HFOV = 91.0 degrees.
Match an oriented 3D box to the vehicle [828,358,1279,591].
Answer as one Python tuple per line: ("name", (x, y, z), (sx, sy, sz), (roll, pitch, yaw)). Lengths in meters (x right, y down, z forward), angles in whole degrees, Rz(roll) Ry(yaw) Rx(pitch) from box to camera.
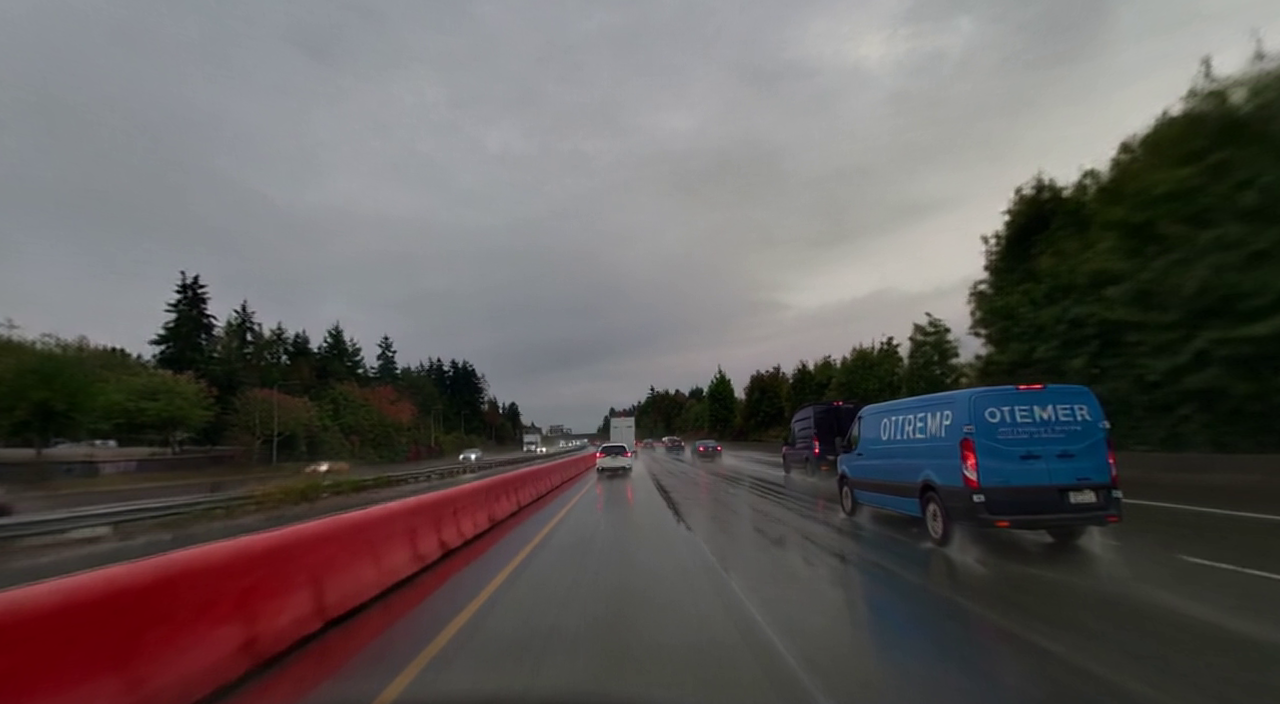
("vehicle", (4.427, 1.412, 8.102), (2.223, 2.008, 5.121), (0, -8, -2))

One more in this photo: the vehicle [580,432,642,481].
("vehicle", (-1.046, 3.839, 23.378), (2.100, 1.636, 3.620), (0, -8, -2))
